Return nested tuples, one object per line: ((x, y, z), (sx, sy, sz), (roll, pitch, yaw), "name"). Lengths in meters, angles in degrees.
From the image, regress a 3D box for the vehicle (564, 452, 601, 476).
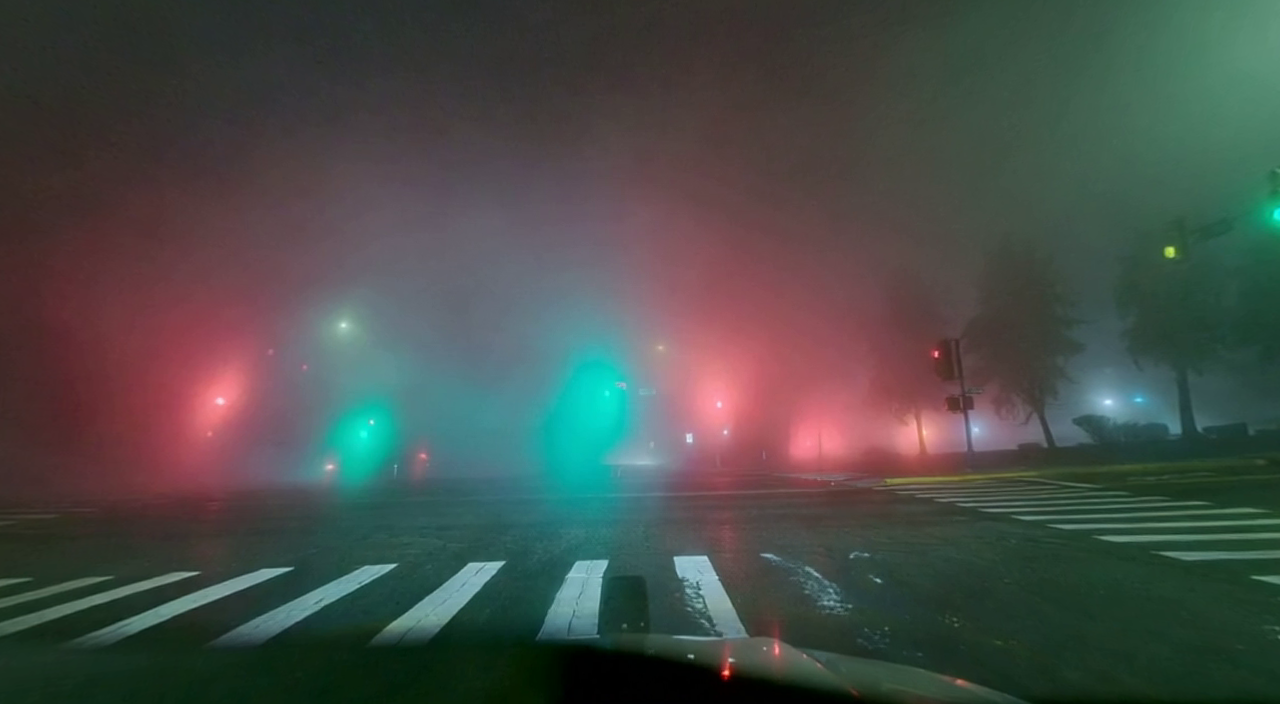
((-4.475, 8.834, 49.824), (2.030, 1.704, 4.205), (-1, -8, 7), "vehicle")

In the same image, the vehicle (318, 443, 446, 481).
((-13.586, 5.809, 33.423), (5.762, 1.886, 2.241), (0, -8, 2), "vehicle")
